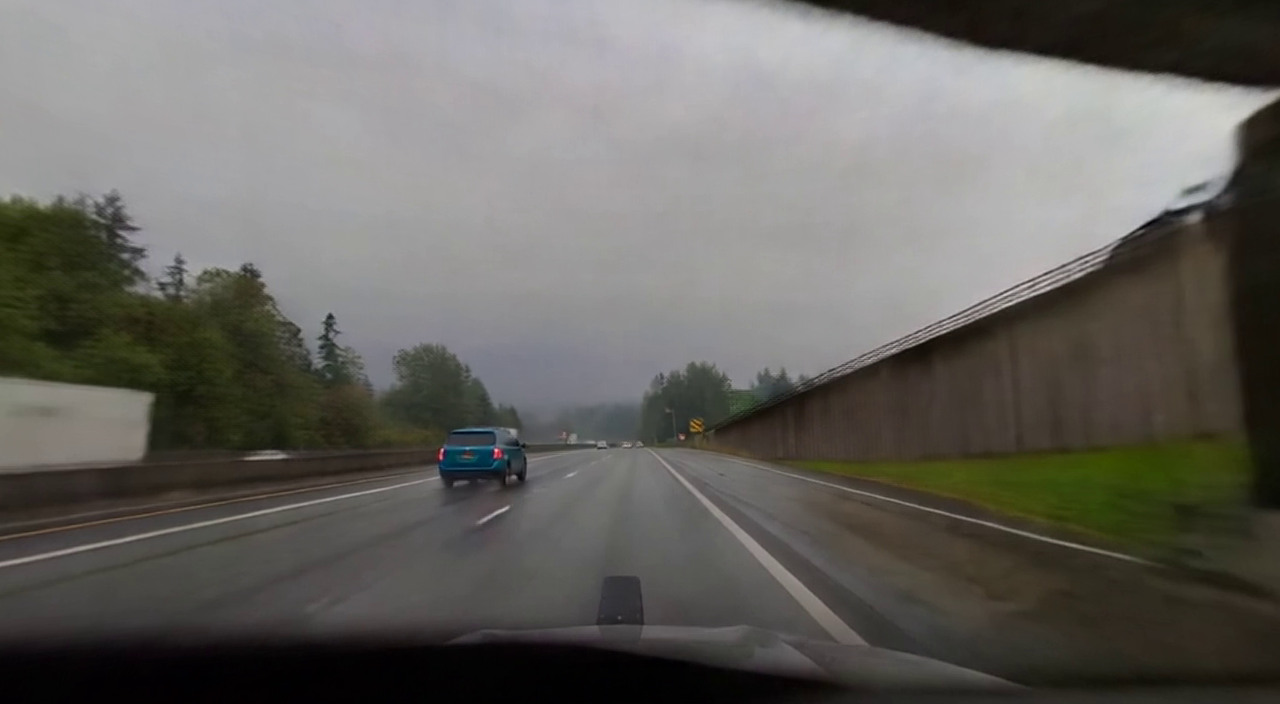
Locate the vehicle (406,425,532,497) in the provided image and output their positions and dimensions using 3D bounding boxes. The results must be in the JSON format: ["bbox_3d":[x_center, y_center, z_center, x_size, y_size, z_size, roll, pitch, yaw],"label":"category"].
[{"bbox_3d":[-4.374,2.871,16.897,2.125,1.662,4.336,0,-8,1],"label":"vehicle"}]

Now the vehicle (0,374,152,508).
[{"bbox_3d":[-17.243,2.043,14.345,2.936,3.275,11.845,0,-8,-1],"label":"vehicle"}]
